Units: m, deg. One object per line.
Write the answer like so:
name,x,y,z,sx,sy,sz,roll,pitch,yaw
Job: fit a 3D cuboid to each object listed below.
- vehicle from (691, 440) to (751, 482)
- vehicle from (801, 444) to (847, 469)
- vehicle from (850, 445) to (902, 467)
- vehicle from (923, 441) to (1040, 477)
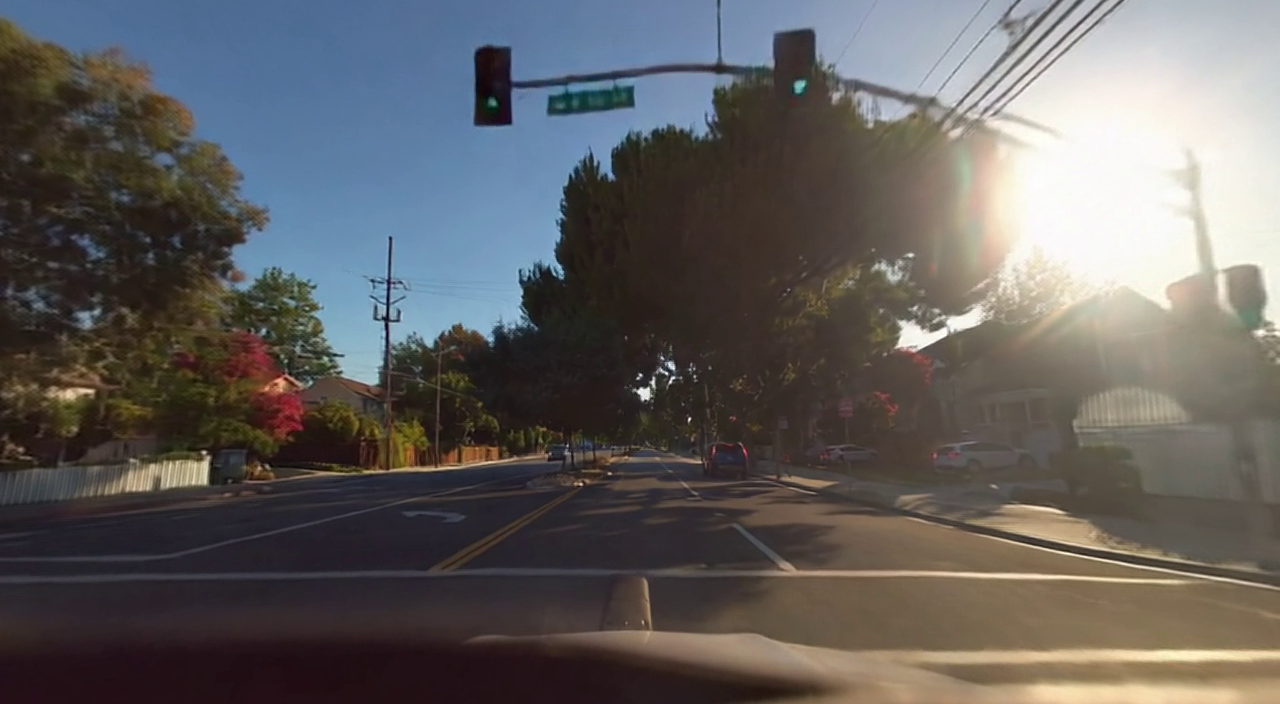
vehicle,3.762,5.174,30.186,2.144,1.843,4.827,0,-9,-1
vehicle,12.469,7.106,43.024,1.970,1.561,4.725,-1,-9,3
vehicle,16.185,7.146,43.532,1.747,1.405,4.372,0,-9,-2
vehicle,15.411,4.826,28.616,4.135,1.558,1.929,0,-8,2
